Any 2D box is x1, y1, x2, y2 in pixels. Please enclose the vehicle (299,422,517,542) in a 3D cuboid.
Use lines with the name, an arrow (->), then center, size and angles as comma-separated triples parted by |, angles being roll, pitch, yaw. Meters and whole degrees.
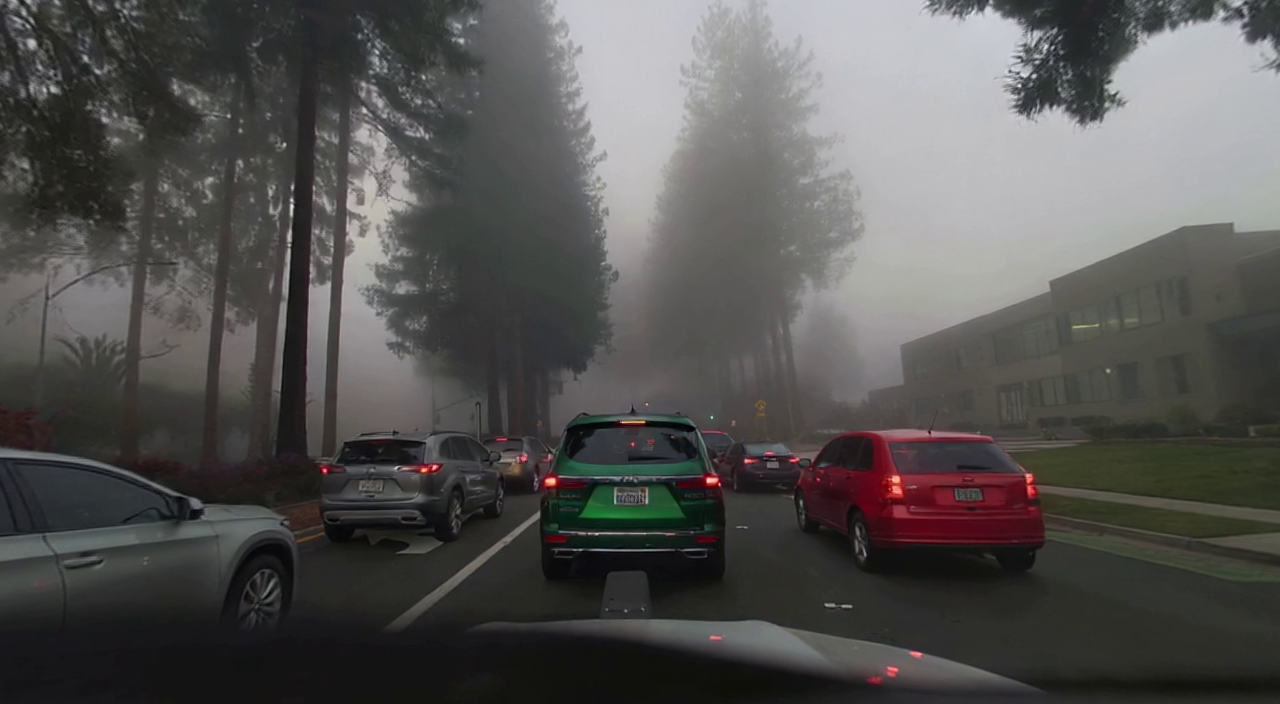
vehicle -> -3.644, 2.120, 10.941 | 2.042, 1.641, 4.314 | 0, -8, 1

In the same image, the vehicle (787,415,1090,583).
vehicle -> 3.273, 1.672, 7.877 | 1.922, 1.579, 3.642 | 0, -8, -1

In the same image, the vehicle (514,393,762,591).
vehicle -> 0.004, 1.539, 7.689 | 2.193, 1.744, 4.033 | 0, -8, 1

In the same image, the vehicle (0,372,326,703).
vehicle -> -3.774, 0.998, 3.322 | 1.929, 1.641, 4.193 | 0, -8, 2
